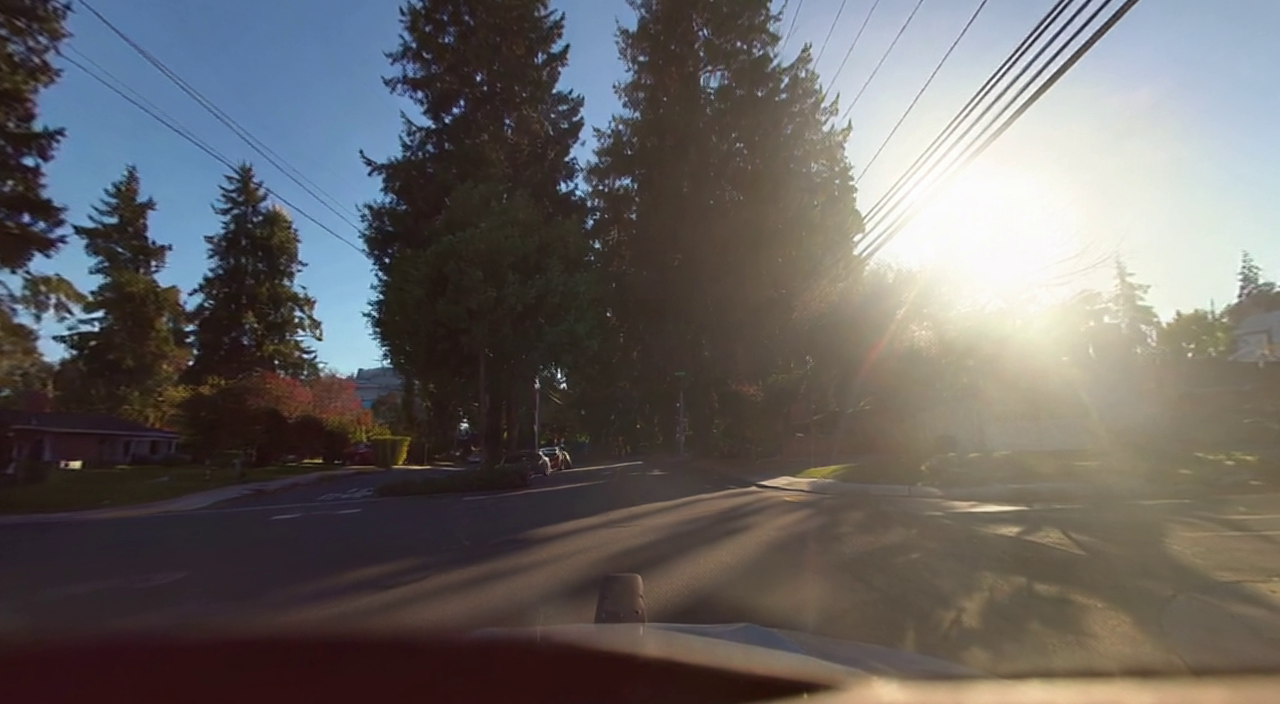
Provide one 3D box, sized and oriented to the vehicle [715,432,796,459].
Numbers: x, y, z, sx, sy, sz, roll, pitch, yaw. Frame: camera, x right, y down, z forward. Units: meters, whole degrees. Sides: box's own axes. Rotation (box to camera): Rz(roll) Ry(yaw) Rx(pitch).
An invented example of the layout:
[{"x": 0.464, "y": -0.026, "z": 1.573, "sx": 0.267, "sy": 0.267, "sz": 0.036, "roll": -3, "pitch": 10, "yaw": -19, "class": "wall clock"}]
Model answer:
[{"x": 7.388, "y": 6.020, "z": 40.705, "sx": 4.784, "sy": 1.647, "sz": 1.947, "roll": 0, "pitch": -8, "yaw": -5, "class": "vehicle"}]
